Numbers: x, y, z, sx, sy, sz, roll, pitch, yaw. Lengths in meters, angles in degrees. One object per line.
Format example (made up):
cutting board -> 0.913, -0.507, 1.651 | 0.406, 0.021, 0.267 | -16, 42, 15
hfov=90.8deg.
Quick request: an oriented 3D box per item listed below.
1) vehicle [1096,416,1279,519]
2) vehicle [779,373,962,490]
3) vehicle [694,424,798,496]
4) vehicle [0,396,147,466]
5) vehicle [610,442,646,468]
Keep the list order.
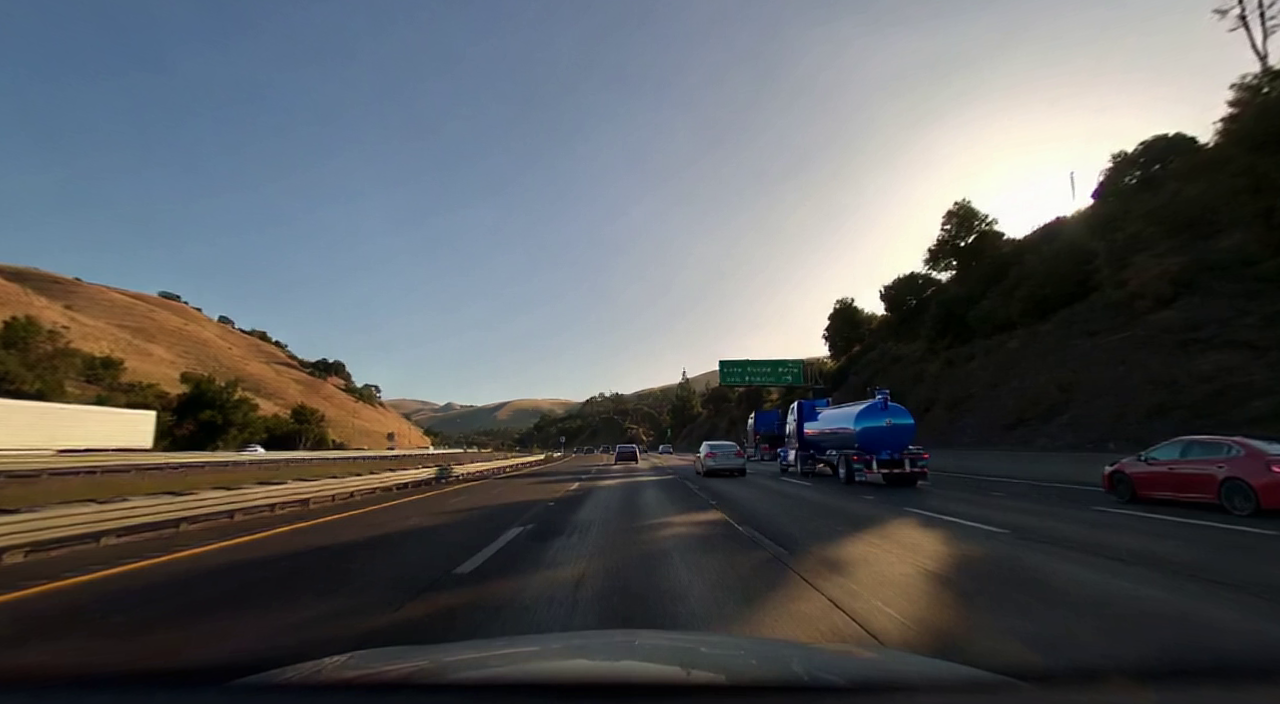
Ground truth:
vehicle -> 11.199, 2.073, 11.654 | 2.008, 1.624, 4.667 | 0, -9, -1
vehicle -> 7.479, 2.933, 22.526 | 2.805, 3.212, 9.978 | 0, -9, 0
vehicle -> 2.898, 3.096, 18.433 | 2.098, 1.794, 4.561 | 0, -9, -2
vehicle -> -39.065, 5.077, 39.961 | 2.874, 4.080, 16.500 | 0, -9, -1
vehicle -> -0.724, 6.217, 38.189 | 2.083, 1.477, 3.965 | 0, -9, -1
